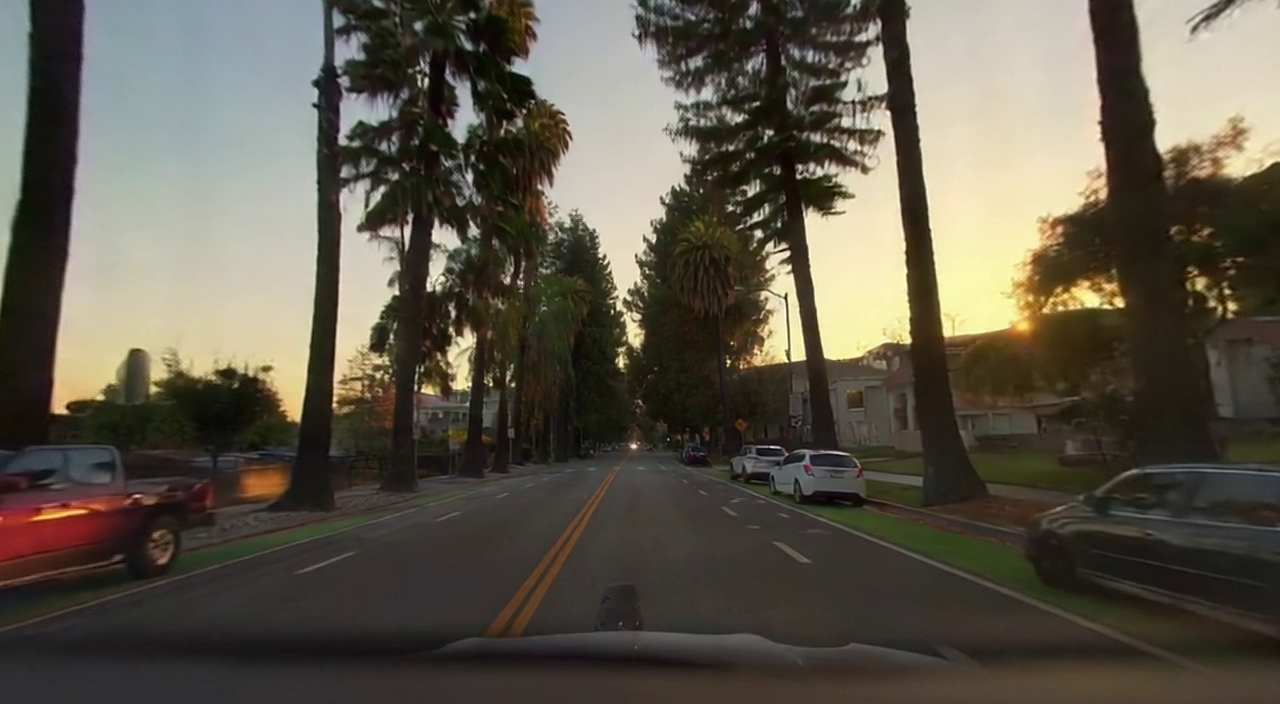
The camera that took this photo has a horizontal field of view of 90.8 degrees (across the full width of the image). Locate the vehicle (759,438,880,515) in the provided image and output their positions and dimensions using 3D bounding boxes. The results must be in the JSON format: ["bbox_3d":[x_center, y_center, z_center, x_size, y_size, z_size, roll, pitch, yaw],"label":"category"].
[{"bbox_3d":[4.540,3.198,16.724,2.000,1.732,4.298,-1,-9,1],"label":"vehicle"}]

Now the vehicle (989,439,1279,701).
[{"bbox_3d":[4.722,1.277,3.876,2.141,1.480,5.016,0,-9,-2],"label":"vehicle"}]

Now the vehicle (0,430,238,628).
[{"bbox_3d":[-6.950,1.743,6.544,2.220,1.786,5.161,-1,-8,-1],"label":"vehicle"}]

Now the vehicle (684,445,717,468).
[{"bbox_3d":[4.540,7.904,47.995,1.997,1.640,4.494,0,-9,-1],"label":"vehicle"}]
